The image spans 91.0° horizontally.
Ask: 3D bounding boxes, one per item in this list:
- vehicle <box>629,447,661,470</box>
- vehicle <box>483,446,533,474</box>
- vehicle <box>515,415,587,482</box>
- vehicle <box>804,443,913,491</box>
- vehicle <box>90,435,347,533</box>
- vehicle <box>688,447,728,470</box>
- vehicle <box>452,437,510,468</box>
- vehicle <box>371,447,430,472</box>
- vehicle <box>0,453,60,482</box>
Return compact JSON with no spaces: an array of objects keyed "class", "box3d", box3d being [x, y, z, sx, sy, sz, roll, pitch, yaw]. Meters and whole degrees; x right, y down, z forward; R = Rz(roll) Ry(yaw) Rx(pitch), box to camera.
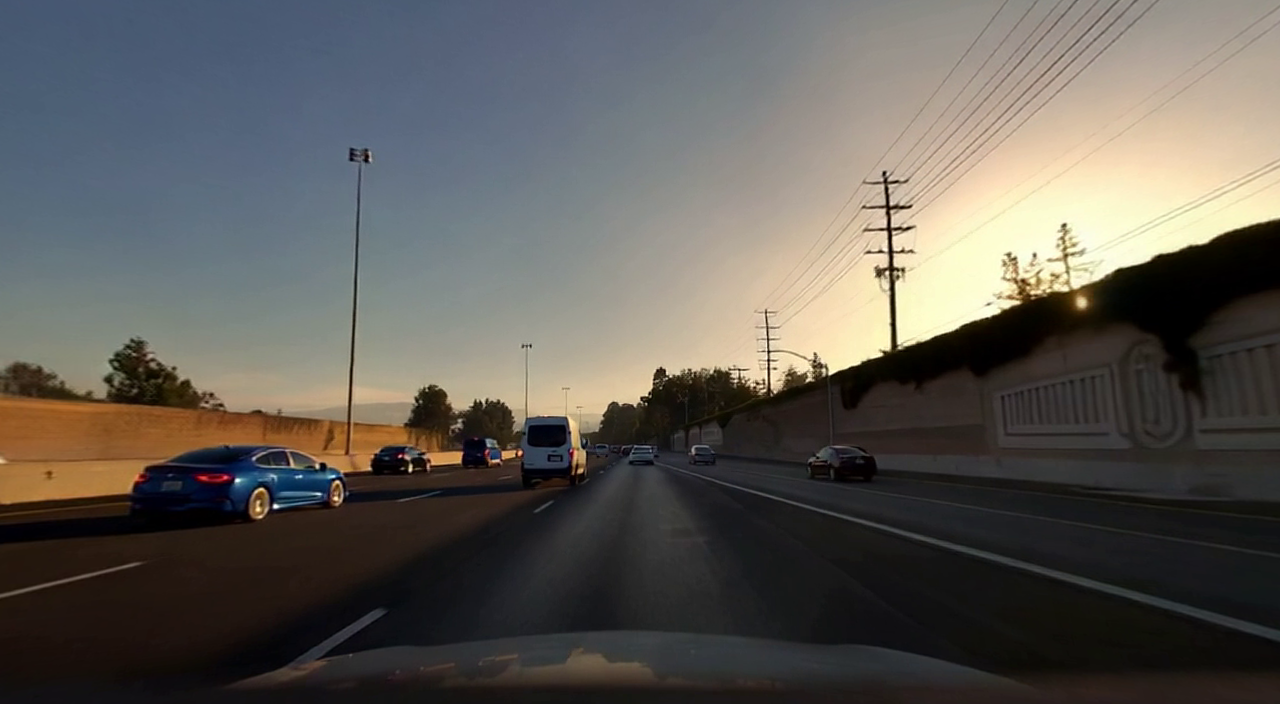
[{"class":"vehicle","box3d":[0.324,7.465,44.409,2.084,1.492,4.137,0,-9,-2]},{"class":"vehicle","box3d":[-7.514,6.177,36.164,1.944,1.490,4.442,0,-9,-1]},{"class":"vehicle","box3d":[-3.840,4.341,28.427,2.395,2.660,5.827,0,-9,0]},{"class":"vehicle","box3d":[7.439,3.958,22.013,2.052,1.470,4.364,0,-9,-3]},{"class":"vehicle","box3d":[-7.757,2.443,12.299,1.967,1.525,4.458,0,-9,-1]},{"class":"vehicle","box3d":[4.743,7.534,44.747,2.095,1.504,4.536,0,-9,-3]},{"class":"vehicle","box3d":[-11.655,7.428,46.658,2.596,2.162,6.328,0,-9,0]},{"class":"vehicle","box3d":[-15.231,6.855,40.380,1.937,1.523,4.708,0,-9,0]},{"class":"vehicle","box3d":[-33.792,6.185,33.780,1.696,1.466,3.770,0,-9,-1]}]
